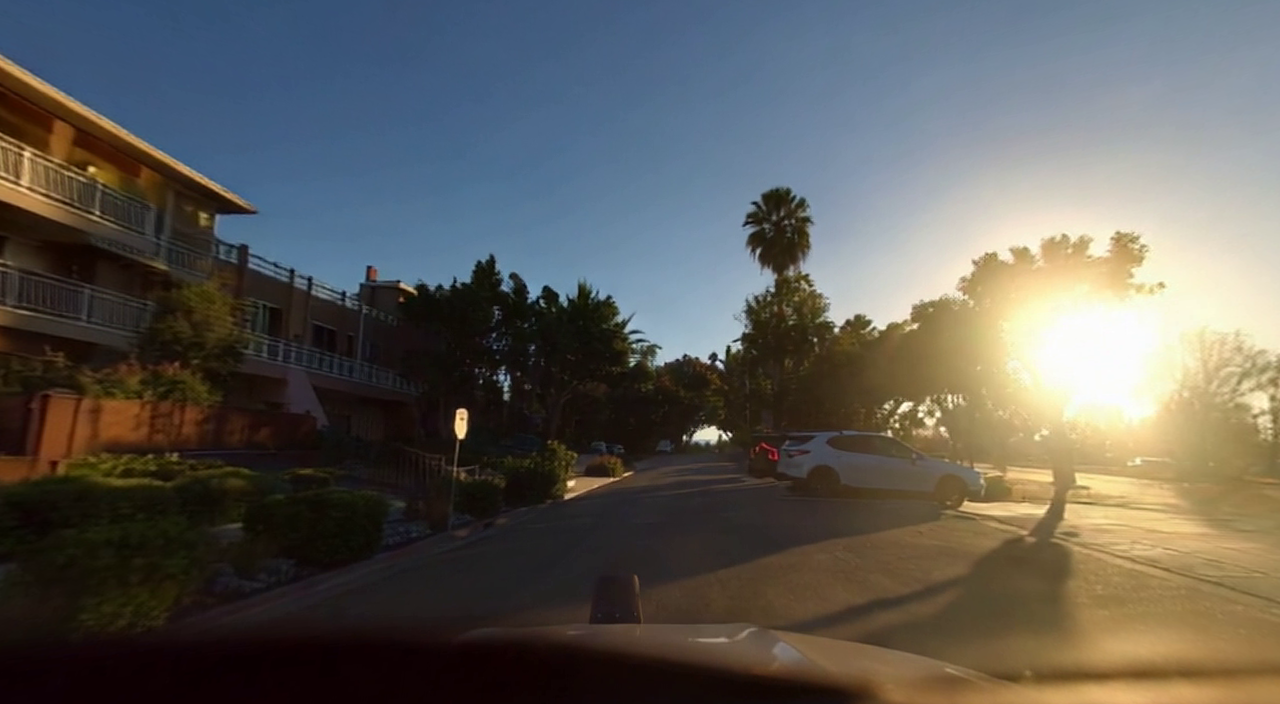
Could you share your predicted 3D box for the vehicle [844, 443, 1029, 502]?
[{"bbox_3d":[7.922,3.259,17.343,4.195,1.446,1.979,-1,-9,11],"label":"vehicle"}]
